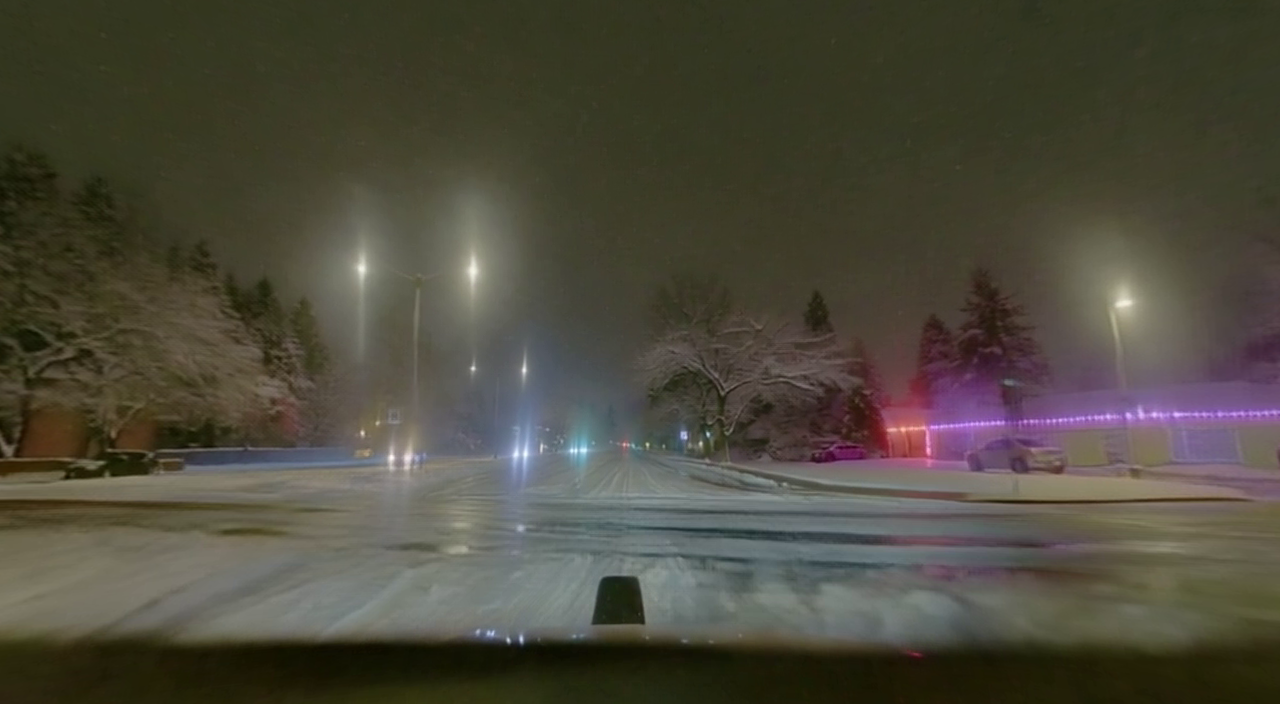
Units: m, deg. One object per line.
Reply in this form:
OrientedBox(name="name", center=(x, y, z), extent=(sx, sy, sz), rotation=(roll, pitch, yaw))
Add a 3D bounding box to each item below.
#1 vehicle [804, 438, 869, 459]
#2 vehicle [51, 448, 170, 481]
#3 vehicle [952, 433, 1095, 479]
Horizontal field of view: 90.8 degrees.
OrientedBox(name="vehicle", center=(14.583, 7.217, 47.129), extent=(4.198, 1.561, 1.937), rotation=(0, -10, 1))
OrientedBox(name="vehicle", center=(-26.172, 5.551, 31.499), extent=(1.828, 1.448, 4.689), rotation=(1, -8, 1))
OrientedBox(name="vehicle", center=(15.089, 4.084, 25.024), extent=(4.268, 1.589, 2.156), rotation=(-1, -7, -5))
